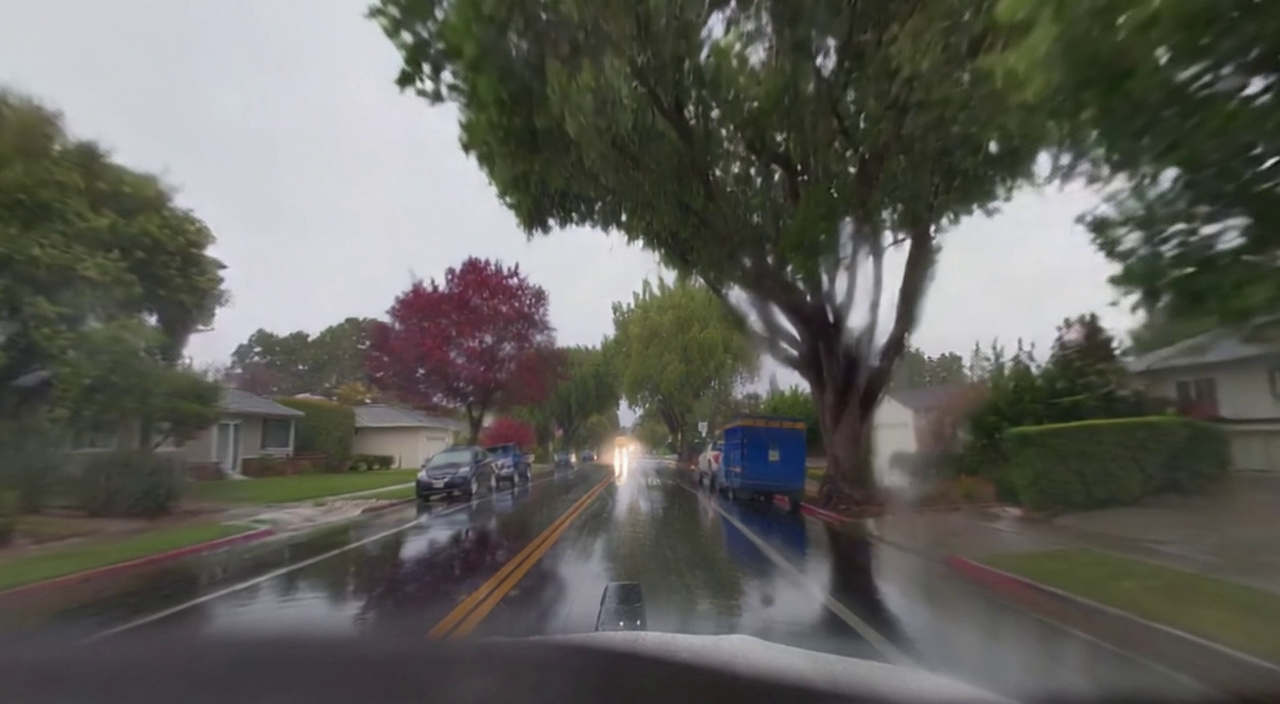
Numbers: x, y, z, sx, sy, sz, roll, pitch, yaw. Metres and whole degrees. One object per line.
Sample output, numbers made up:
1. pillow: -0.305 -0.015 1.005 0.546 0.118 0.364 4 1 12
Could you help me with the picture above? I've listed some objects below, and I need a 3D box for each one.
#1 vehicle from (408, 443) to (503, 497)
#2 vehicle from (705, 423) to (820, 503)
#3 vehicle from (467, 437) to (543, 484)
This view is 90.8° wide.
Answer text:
1. vehicle: -6.831 4.405 24.104 2.005 1.785 5.179 0 -9 0
2. vehicle: 3.483 3.326 19.380 2.332 2.044 5.695 0 -9 -1
3. vehicle: -6.434 5.226 30.910 2.302 2.059 5.758 0 -8 1
